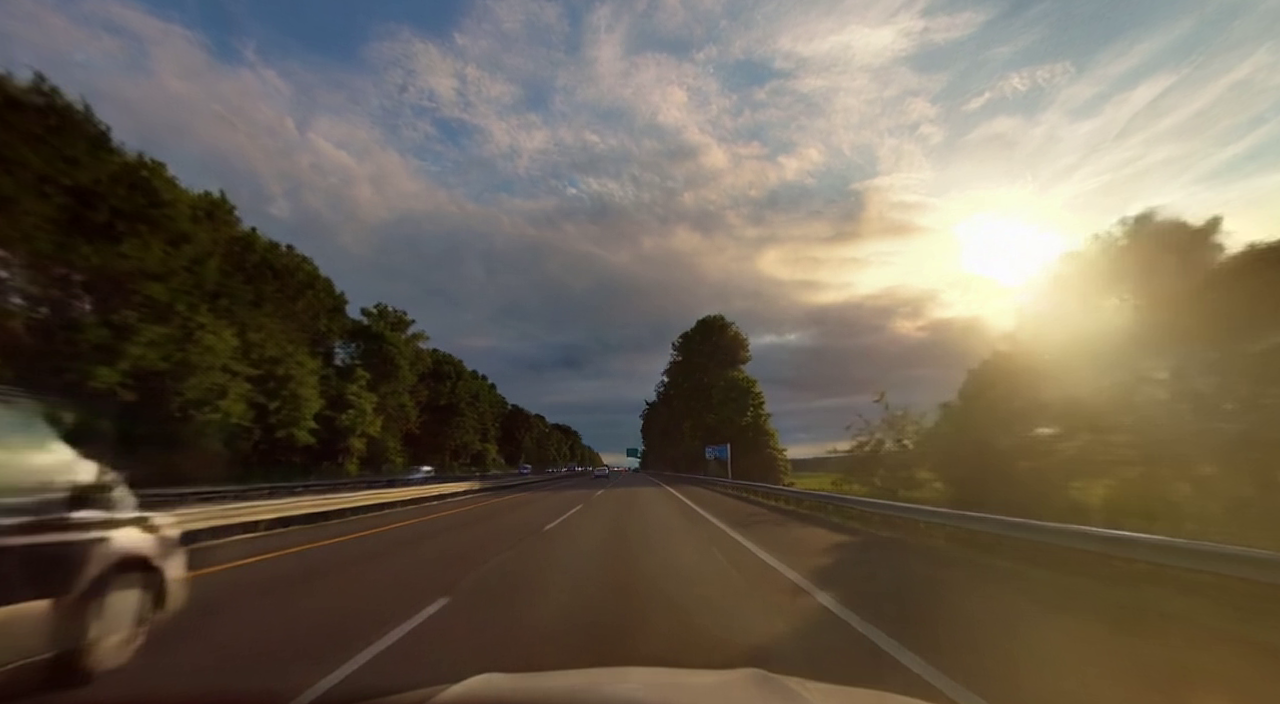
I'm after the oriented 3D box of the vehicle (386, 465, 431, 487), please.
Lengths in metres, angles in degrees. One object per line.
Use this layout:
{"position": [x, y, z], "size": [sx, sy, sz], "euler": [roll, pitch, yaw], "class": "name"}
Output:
{"position": [-17.045, 9.121, 46.582], "size": [1.822, 1.505, 3.806], "euler": [1, -10, 0], "class": "vehicle"}
